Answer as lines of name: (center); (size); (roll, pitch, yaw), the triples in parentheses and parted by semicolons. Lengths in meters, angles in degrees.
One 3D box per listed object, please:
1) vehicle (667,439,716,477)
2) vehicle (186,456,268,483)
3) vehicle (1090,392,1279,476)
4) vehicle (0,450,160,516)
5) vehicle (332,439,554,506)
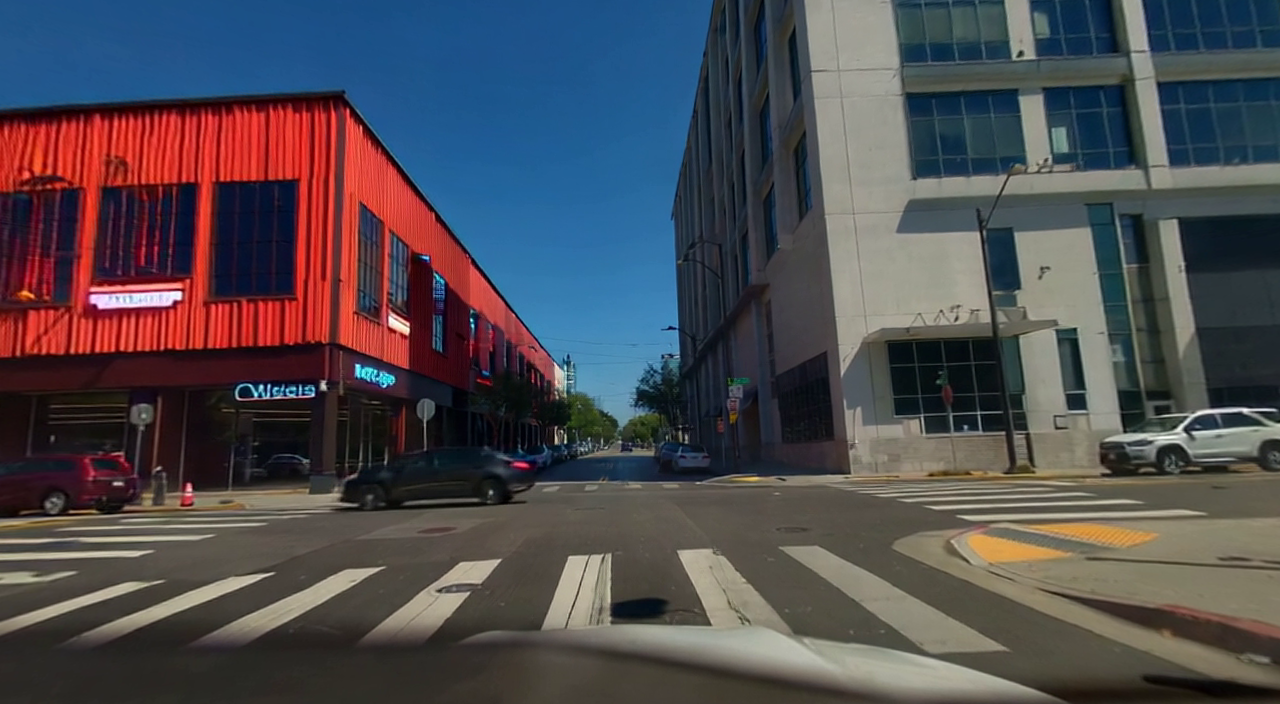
vehicle: (2.440, 5.154, 30.923); (1.917, 1.680, 4.500); (0, -9, -1)
vehicle: (-24.242, 6.891, 37.173); (3.618, 1.412, 1.587); (-1, -9, -7)
vehicle: (18.545, 2.722, 20.911); (5.384, 2.586, 2.358); (0, -9, -1)
vehicle: (-16.147, 3.486, 17.076); (4.558, 1.635, 2.008); (1, -9, -6)
vehicle: (-4.597, 2.908, 15.552); (4.877, 1.482, 2.041); (1, -9, -7)
